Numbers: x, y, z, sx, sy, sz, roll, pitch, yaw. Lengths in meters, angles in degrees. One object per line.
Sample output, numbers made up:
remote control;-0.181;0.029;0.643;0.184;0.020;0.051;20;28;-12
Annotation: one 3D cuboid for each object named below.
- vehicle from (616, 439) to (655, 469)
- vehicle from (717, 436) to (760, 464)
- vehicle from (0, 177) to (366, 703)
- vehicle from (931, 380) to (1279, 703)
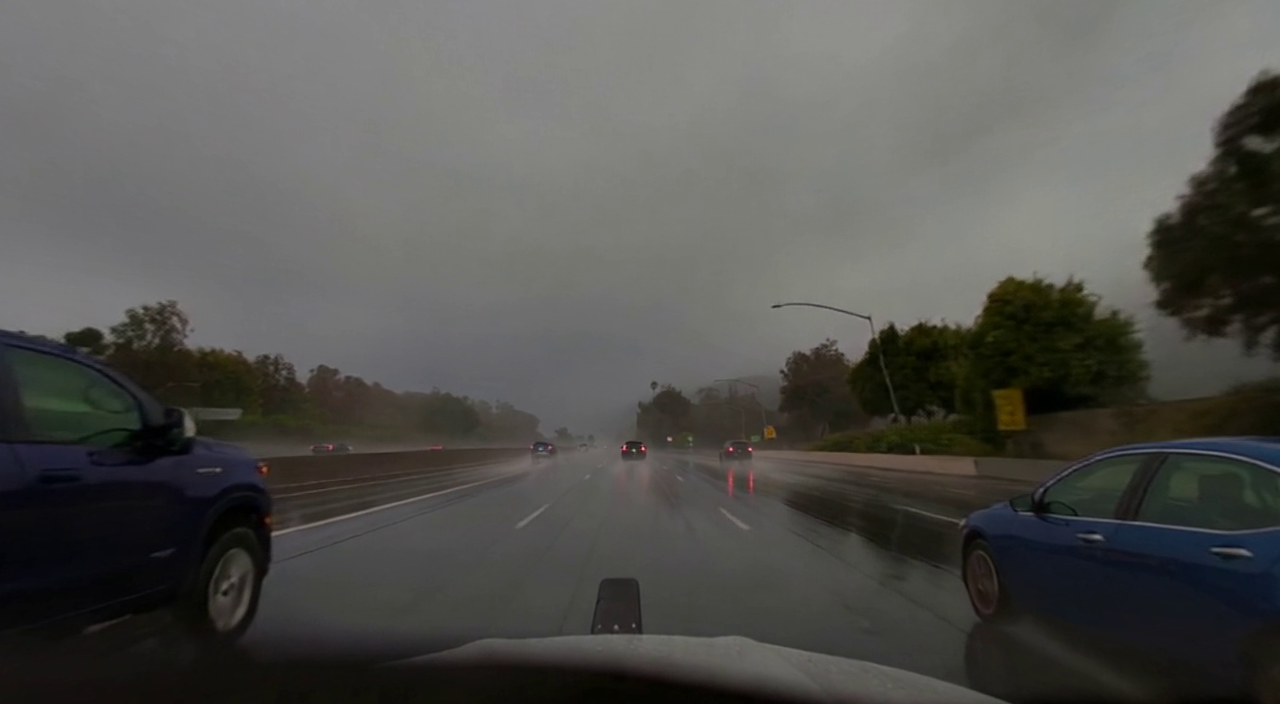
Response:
vehicle;-0.286;5.882;36.635;2.157;1.642;4.189;0;-9;-1
vehicle;6.907;6.968;45.024;2.103;1.898;5.310;0;-9;-1
vehicle;-3.577;0.458;2.119;2.592;2.179;6.034;0;-9;0
vehicle;3.179;0.861;2.167;2.072;1.501;4.694;0;-9;-1
